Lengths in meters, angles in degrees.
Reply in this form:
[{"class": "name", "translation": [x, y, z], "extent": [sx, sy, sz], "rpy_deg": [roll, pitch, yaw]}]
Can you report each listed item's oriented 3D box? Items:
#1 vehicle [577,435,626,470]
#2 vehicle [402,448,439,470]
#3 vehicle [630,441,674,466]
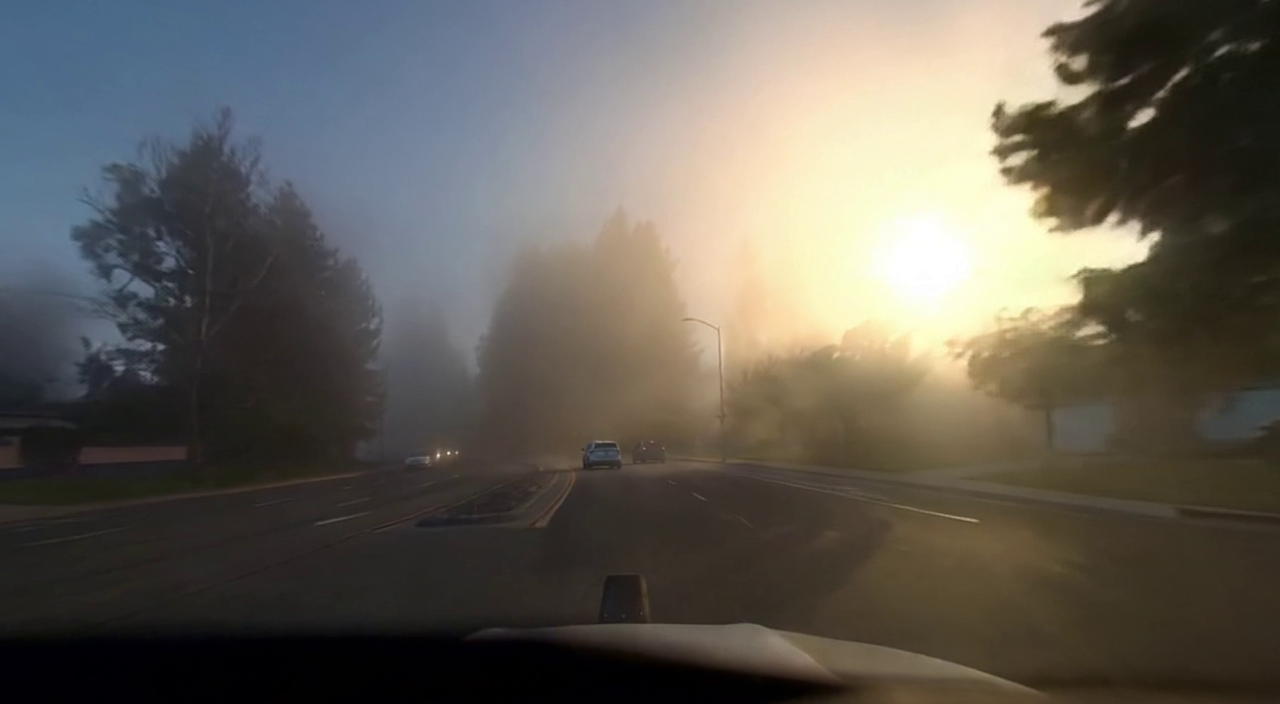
[{"class": "vehicle", "translation": [-2.195, 5.494, 34.478], "extent": [2.165, 1.783, 4.391], "rpy_deg": [1, -8, -10]}, {"class": "vehicle", "translation": [-16.948, 8.264, 48.724], "extent": [1.924, 1.481, 4.727], "rpy_deg": [1, -8, -10]}, {"class": "vehicle", "translation": [0.684, 6.520, 40.710], "extent": [1.915, 1.495, 4.880], "rpy_deg": [1, -8, -10]}]
